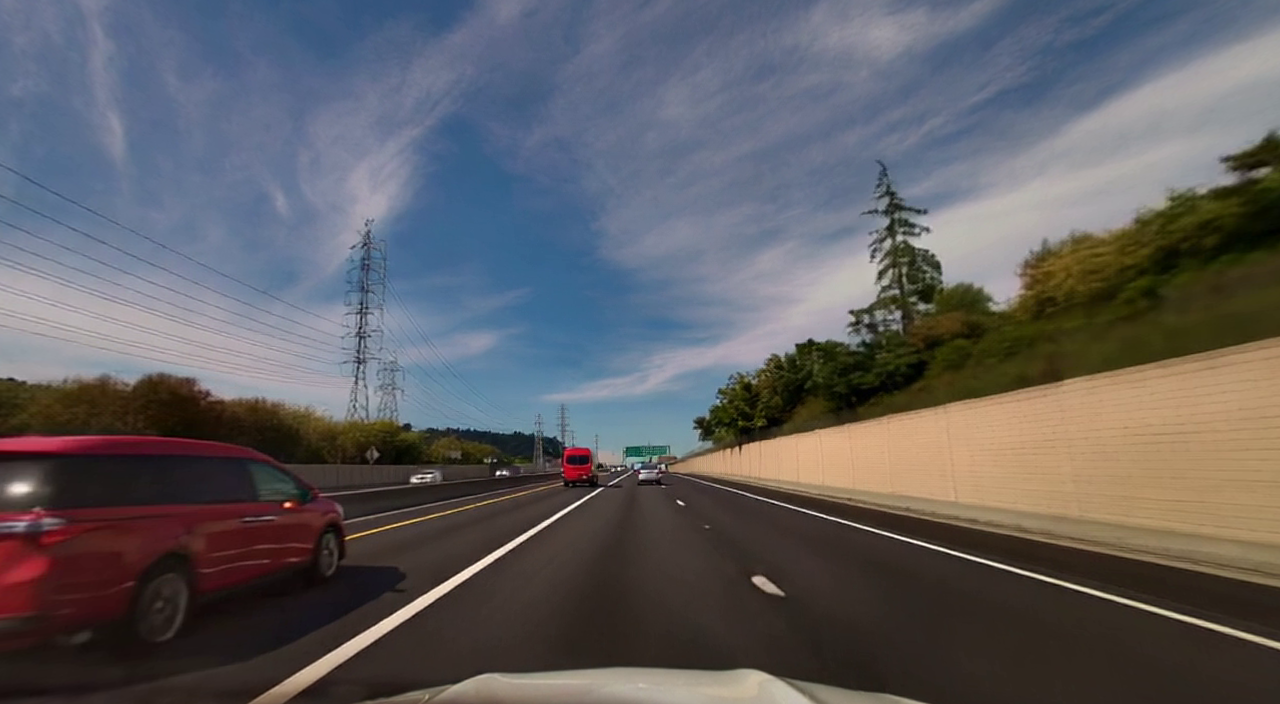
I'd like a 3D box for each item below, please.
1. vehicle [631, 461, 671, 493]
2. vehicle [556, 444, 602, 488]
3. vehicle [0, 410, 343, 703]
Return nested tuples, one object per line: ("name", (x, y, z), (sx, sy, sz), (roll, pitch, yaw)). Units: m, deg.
("vehicle", (0.520, 6.671, 33.690), (2.006, 1.554, 3.863), (1, -10, -1))
("vehicle", (-3.902, 7.548, 41.713), (2.394, 2.609, 6.875), (1, -10, 0))
("vehicle", (-4.366, 1.336, 4.698), (2.023, 1.541, 4.543), (1, -10, 1))
